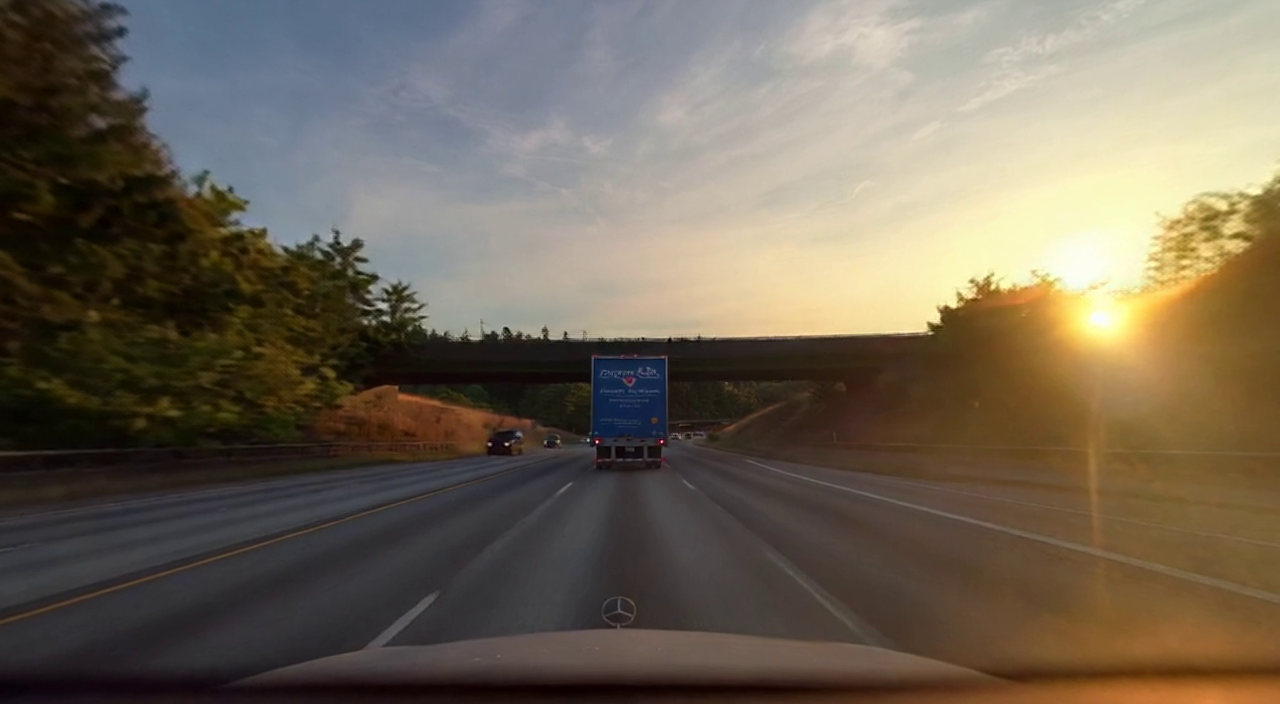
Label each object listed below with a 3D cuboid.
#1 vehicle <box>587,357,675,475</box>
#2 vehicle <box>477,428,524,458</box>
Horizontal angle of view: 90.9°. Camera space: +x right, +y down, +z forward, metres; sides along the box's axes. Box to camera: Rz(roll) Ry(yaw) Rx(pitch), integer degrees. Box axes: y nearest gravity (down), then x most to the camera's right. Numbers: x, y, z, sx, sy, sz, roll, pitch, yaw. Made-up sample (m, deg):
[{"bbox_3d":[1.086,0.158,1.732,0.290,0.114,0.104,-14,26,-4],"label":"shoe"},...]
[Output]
[{"bbox_3d":[-0.535,2.747,25.827,2.895,3.861,10.213,0,-8,-3],"label":"vehicle"},{"bbox_3d":[-8.967,5.873,40.832,2.037,1.853,4.336,0,-8,-1],"label":"vehicle"}]
